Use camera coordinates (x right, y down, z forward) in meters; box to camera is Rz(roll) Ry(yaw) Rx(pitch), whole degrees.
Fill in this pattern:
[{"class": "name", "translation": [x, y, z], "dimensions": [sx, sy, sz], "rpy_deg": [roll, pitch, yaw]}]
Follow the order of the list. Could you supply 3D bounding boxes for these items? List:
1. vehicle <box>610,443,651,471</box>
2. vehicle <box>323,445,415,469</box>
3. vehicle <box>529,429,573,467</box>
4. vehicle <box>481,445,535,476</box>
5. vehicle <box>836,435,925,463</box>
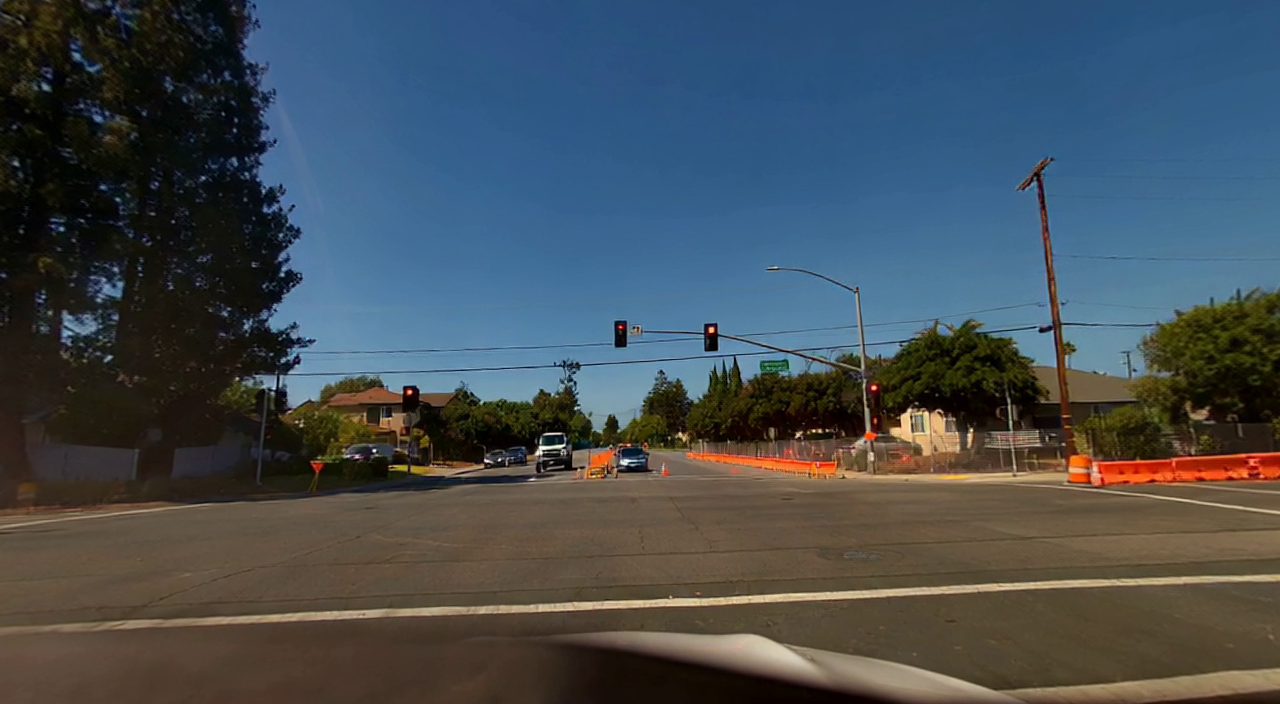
[{"class": "vehicle", "translation": [-0.518, 5.766, 34.967], "dimensions": [2.105, 1.457, 4.173], "rpy_deg": [0, -8, -1]}, {"class": "vehicle", "translation": [-16.473, 6.375, 38.572], "dimensions": [4.713, 1.409, 1.918], "rpy_deg": [0, -8, -2]}, {"class": "vehicle", "translation": [-6.885, 7.555, 49.721], "dimensions": [2.625, 2.726, 6.138], "rpy_deg": [0, -8, -1]}, {"class": "vehicle", "translation": [-6.672, 5.529, 32.388], "dimensions": [1.881, 1.452, 4.121], "rpy_deg": [0, -8, 0]}, {"class": "vehicle", "translation": [15.304, 6.188, 40.349], "dimensions": [4.892, 1.656, 1.856], "rpy_deg": [0, -8, 0]}]
